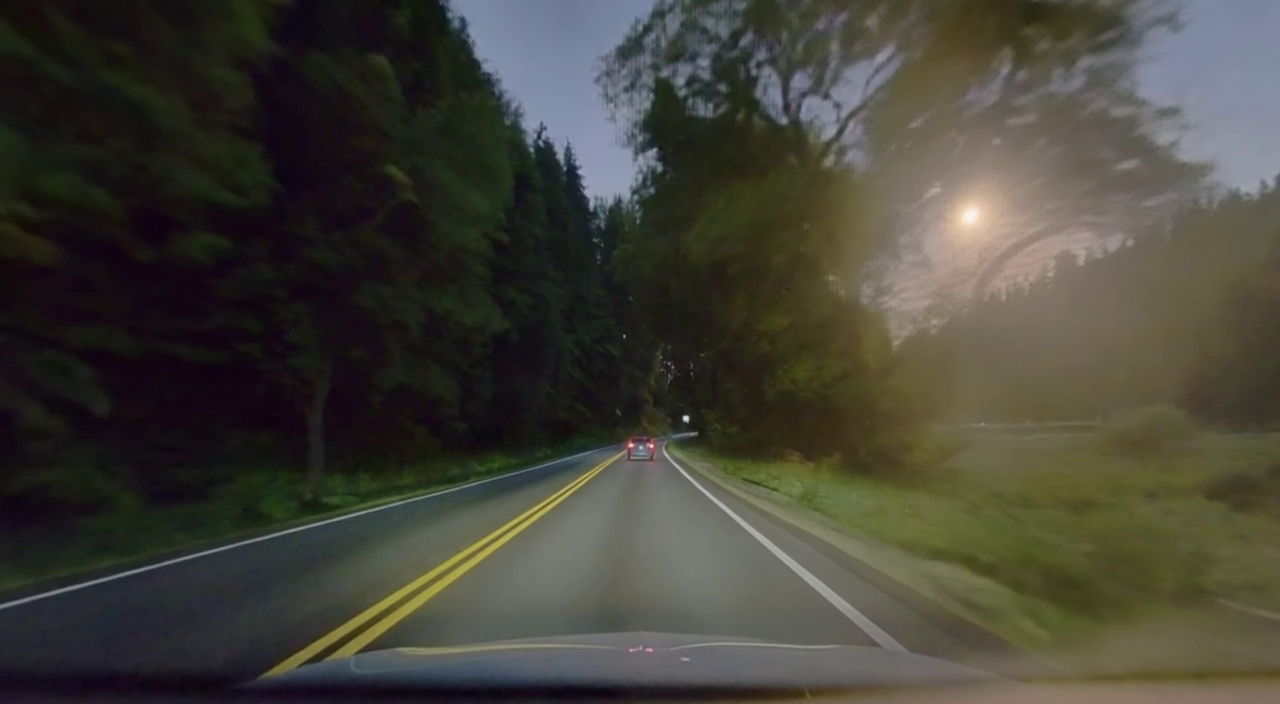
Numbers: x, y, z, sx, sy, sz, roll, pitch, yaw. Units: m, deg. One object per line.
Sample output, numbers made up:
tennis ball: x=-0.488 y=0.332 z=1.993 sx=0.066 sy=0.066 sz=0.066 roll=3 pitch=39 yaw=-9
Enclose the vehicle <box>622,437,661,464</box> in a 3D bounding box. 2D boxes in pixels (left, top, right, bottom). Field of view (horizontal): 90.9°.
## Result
vehicle: x=0.088 y=5.781 z=37.244 sx=2.120 sy=1.491 sz=4.349 roll=0 pitch=-8 yaw=0
